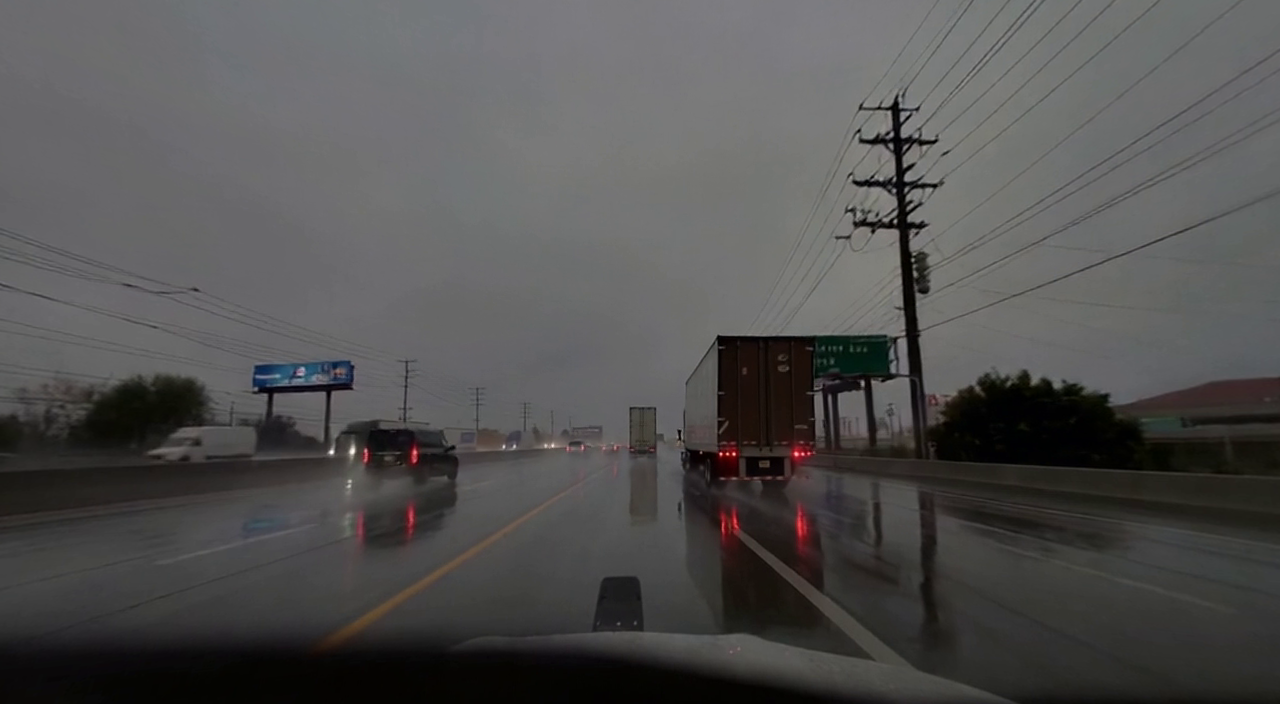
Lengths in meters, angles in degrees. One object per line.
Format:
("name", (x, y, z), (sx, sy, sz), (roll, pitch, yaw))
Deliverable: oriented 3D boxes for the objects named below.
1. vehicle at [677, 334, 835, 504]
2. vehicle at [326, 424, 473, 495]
("vehicle", (3.304, 2.845, 23.754), (2.892, 4.152, 16.575), (0, -9, 0))
("vehicle", (-7.331, 3.363, 20.145), (2.425, 1.917, 5.647), (0, -9, 0))
